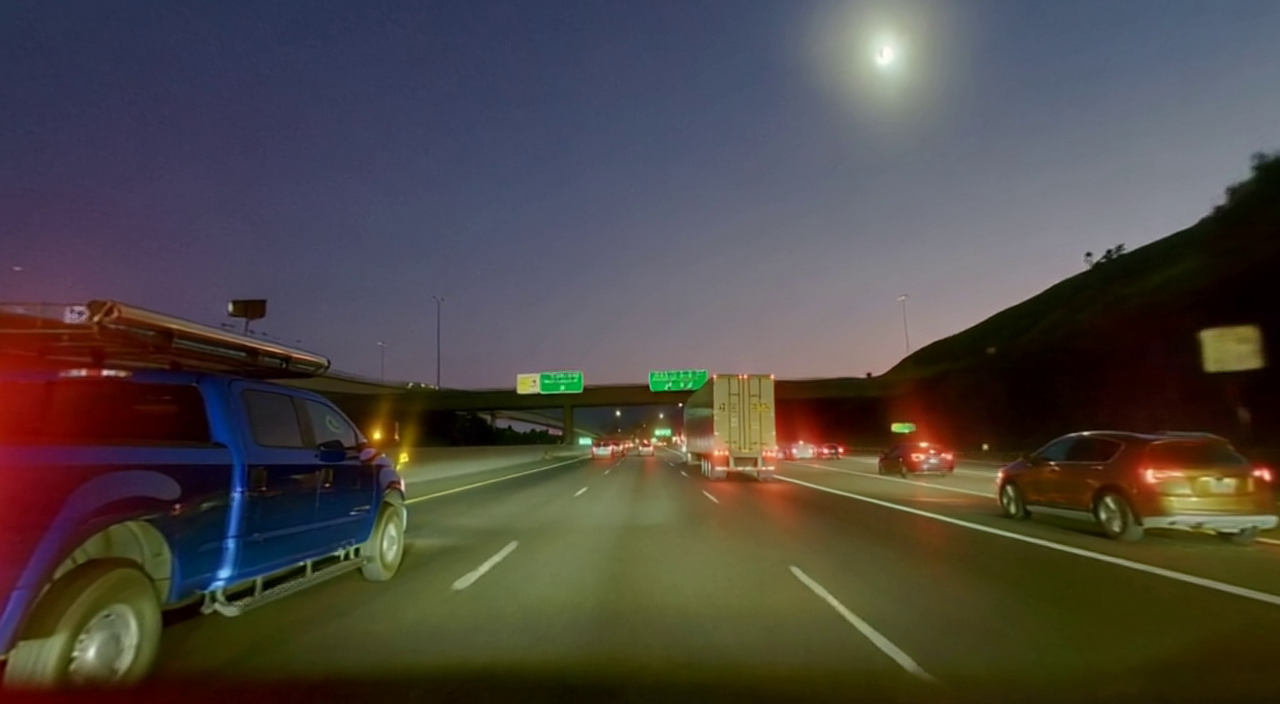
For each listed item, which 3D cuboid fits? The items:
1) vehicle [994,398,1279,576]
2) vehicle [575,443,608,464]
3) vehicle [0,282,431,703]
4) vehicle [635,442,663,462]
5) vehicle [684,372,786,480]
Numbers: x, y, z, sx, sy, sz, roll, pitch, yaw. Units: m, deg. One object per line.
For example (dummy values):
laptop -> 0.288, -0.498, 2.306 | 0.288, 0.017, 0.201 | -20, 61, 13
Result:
vehicle -> 7.084, 1.630, 8.405 | 1.999, 1.700, 4.640 | 0, -8, 0
vehicle -> -3.523, 7.470, 46.674 | 2.077, 1.446, 4.106 | 0, -8, 0
vehicle -> -3.939, 1.067, 4.709 | 2.599, 2.054, 6.288 | 0, -8, 0
vehicle -> 0.672, 7.699, 48.436 | 2.092, 1.446, 4.092 | 0, -8, 0
vehicle -> 3.999, 3.709, 30.066 | 2.885, 4.036, 12.891 | 0, -8, 0
